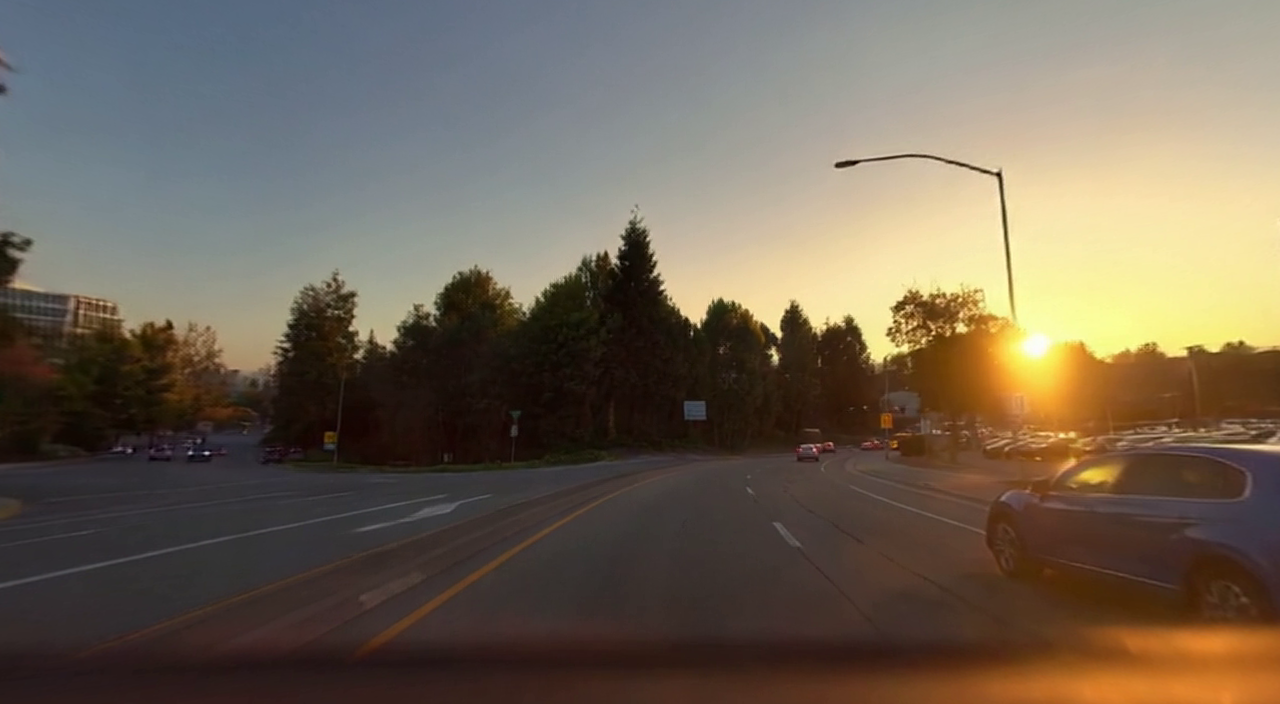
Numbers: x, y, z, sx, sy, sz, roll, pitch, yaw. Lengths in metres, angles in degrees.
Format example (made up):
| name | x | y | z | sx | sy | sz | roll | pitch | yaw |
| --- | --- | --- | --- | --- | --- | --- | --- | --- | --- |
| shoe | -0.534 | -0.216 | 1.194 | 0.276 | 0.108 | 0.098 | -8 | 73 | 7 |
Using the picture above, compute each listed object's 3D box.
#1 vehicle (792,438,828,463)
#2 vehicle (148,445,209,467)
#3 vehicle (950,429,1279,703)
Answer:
| name | x | y | z | sx | sy | sz | roll | pitch | yaw |
| --- | --- | --- | --- | --- | --- | --- | --- | --- | --- |
| vehicle | 12.438 | 7.168 | 45.887 | 2.311 | 1.715 | 4.287 | -3 | -9 | 17 |
| vehicle | -32.717 | 7.370 | 44.813 | 1.779 | 1.458 | 4.279 | 2 | -9 | -11 |
| vehicle | 4.344 | 1.339 | 4.609 | 1.938 | 1.466 | 4.434 | 0 | -9 | 1 |
